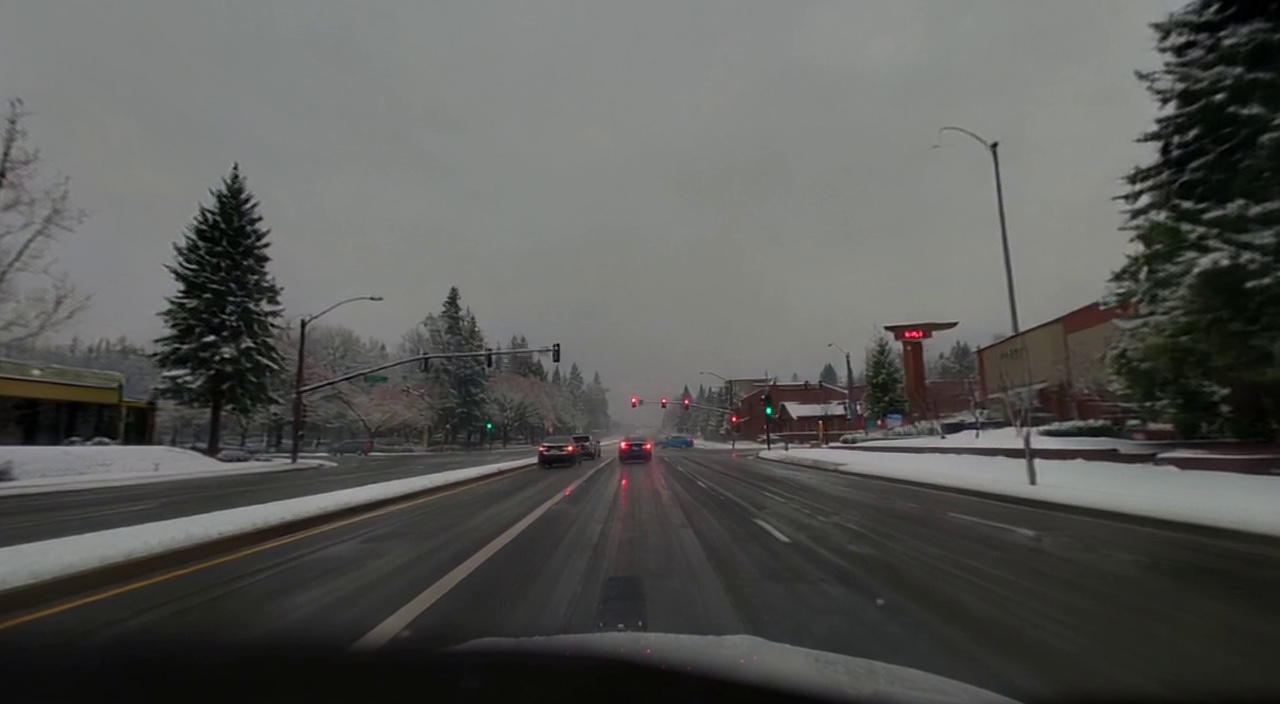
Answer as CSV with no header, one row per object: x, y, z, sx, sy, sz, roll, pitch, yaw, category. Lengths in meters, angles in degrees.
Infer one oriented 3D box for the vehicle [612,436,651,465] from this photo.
-0.472,5.465,35.012,2.066,1.482,3.923,0,-8,-1,vehicle

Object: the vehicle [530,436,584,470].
-3.874,4.800,30.205,1.942,1.497,4.561,0,-8,0,vehicle
